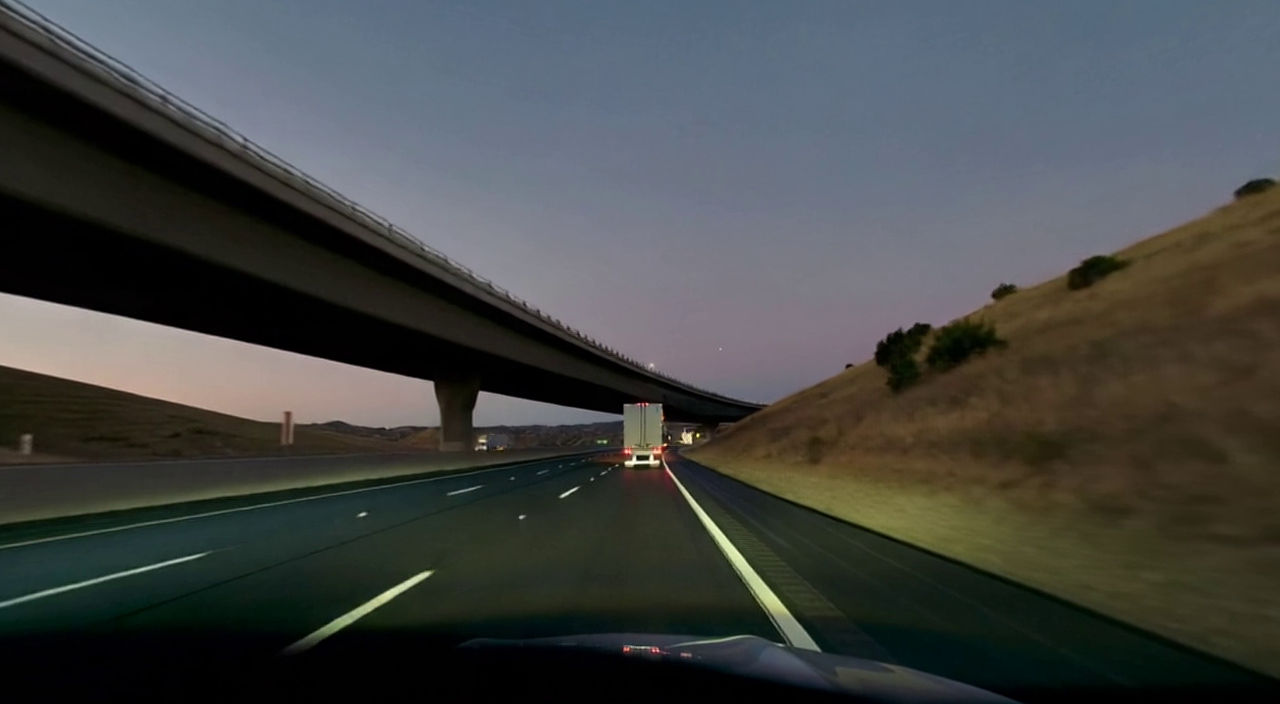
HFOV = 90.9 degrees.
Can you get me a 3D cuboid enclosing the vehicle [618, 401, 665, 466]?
[{"bbox_3d":[0.049,5.879,44.830,2.866,4.014,11.261,0,-8,-1],"label":"vehicle"}]
